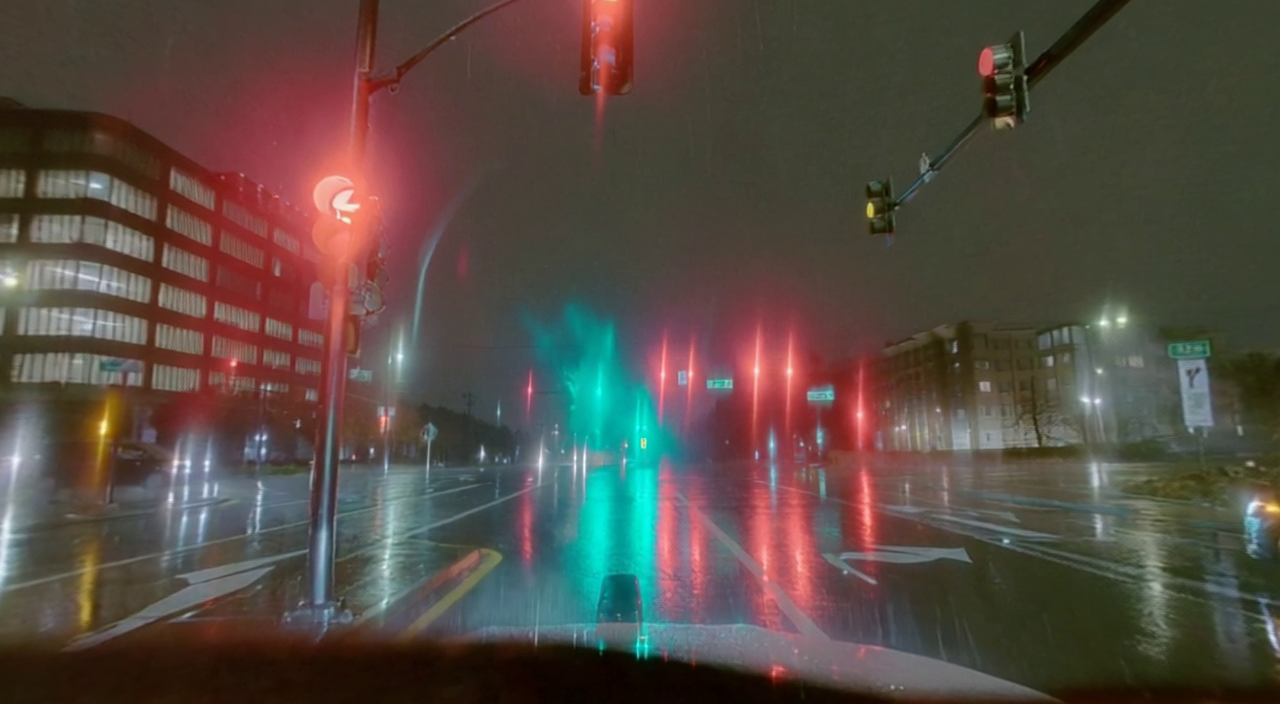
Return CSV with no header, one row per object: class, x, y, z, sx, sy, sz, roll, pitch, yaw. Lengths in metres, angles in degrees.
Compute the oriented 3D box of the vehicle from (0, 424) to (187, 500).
vehicle,-24.627,4.822,27.586,7.088,3.096,2.678,0,-9,-2
